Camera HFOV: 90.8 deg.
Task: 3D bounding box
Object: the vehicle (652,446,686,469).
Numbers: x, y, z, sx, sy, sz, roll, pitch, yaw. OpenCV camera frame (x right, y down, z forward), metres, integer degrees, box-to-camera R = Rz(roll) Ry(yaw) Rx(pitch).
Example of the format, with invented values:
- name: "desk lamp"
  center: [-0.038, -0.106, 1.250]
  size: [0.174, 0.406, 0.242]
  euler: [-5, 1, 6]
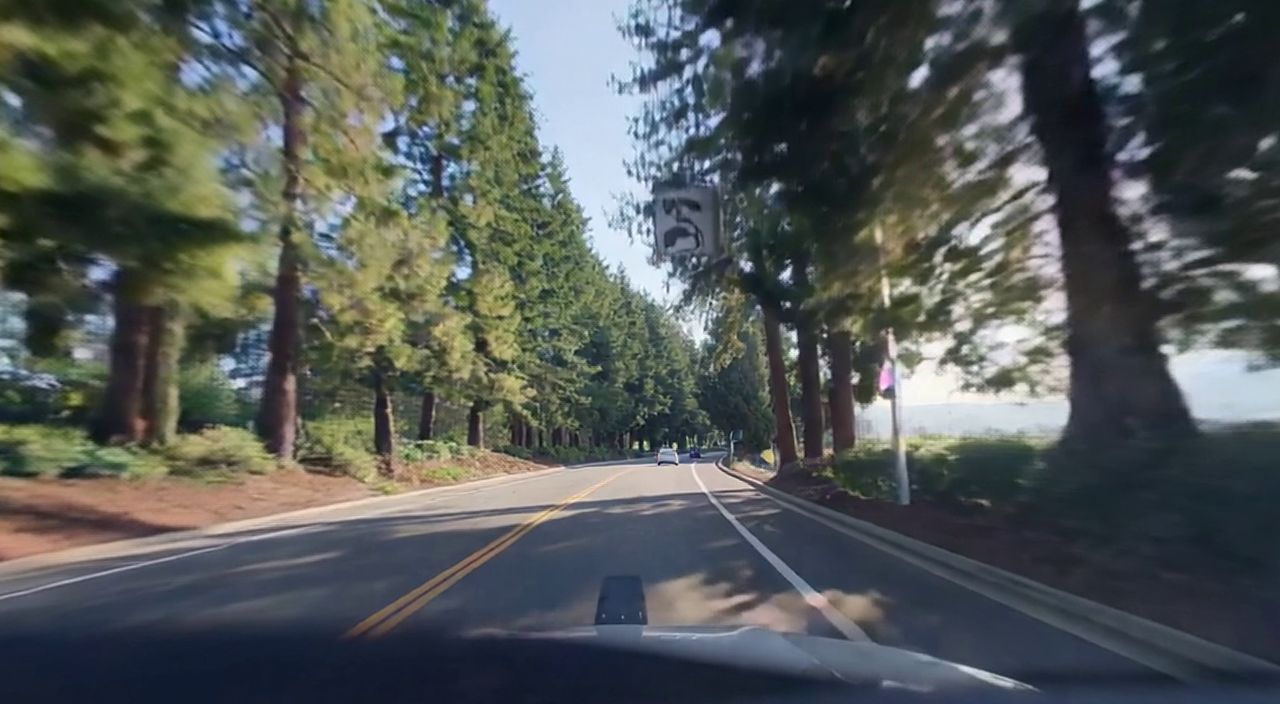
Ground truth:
- name: "vehicle"
  center: [2.016, 7.196, 43.119]
  size: [2.071, 1.474, 4.047]
  euler: [-1, -9, 6]
